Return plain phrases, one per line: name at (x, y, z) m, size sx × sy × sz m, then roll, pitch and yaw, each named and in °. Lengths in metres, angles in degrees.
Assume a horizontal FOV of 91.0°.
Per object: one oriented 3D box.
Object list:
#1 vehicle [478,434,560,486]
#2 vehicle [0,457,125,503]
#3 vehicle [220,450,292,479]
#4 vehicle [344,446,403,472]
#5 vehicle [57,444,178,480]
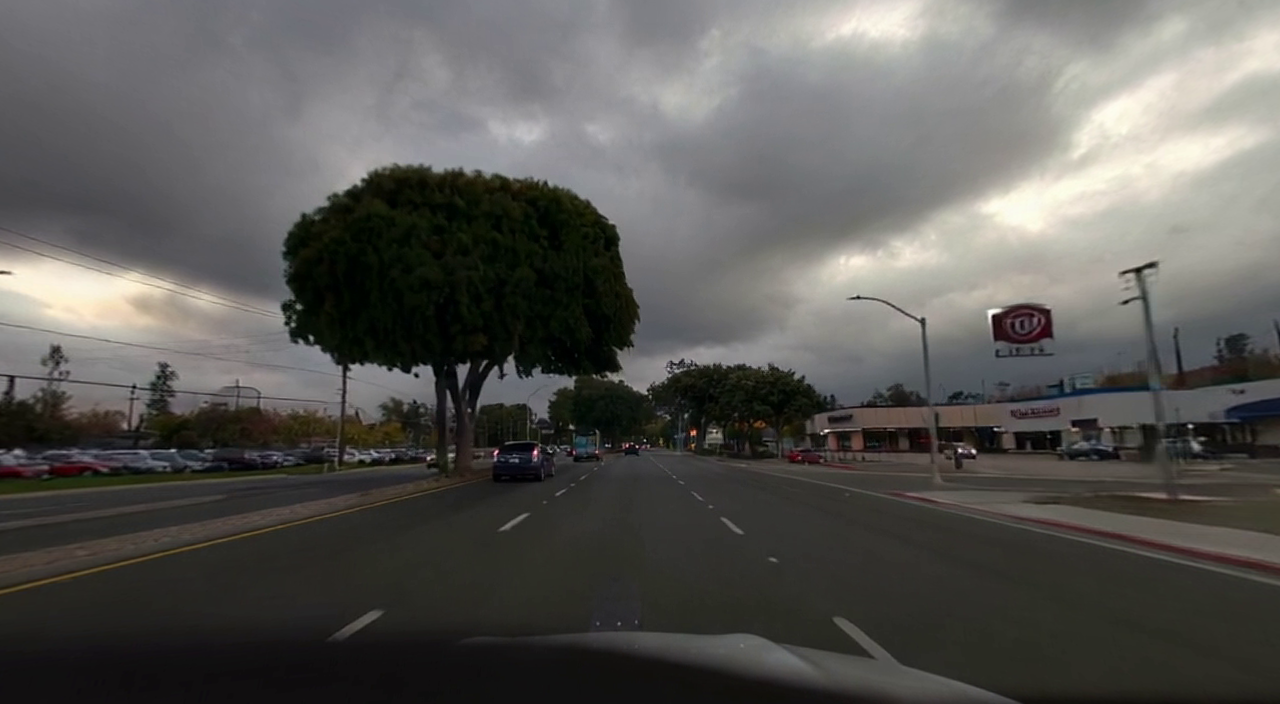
vehicle at (-4.263, 3.879, 22.911) m, size 2.109 × 1.672 × 4.256 m, roll 0°, pitch -9°, yaw 0°
vehicle at (-22.766, 4.922, 24.560) m, size 1.858 × 1.530 × 4.044 m, roll 0°, pitch -9°, yaw 0°
vehicle at (-23.088, 6.744, 38.059) m, size 1.836 × 1.582 × 4.075 m, roll 0°, pitch -9°, yaw -1°
vehicle at (-19.344, 7.755, 45.949) m, size 2.108 × 1.770 × 4.992 m, roll 0°, pitch -9°, yaw 0°
vehicle at (-31.357, 6.580, 38.101) m, size 2.257 × 1.963 × 6.041 m, roll 0°, pitch -9°, yaw -2°
